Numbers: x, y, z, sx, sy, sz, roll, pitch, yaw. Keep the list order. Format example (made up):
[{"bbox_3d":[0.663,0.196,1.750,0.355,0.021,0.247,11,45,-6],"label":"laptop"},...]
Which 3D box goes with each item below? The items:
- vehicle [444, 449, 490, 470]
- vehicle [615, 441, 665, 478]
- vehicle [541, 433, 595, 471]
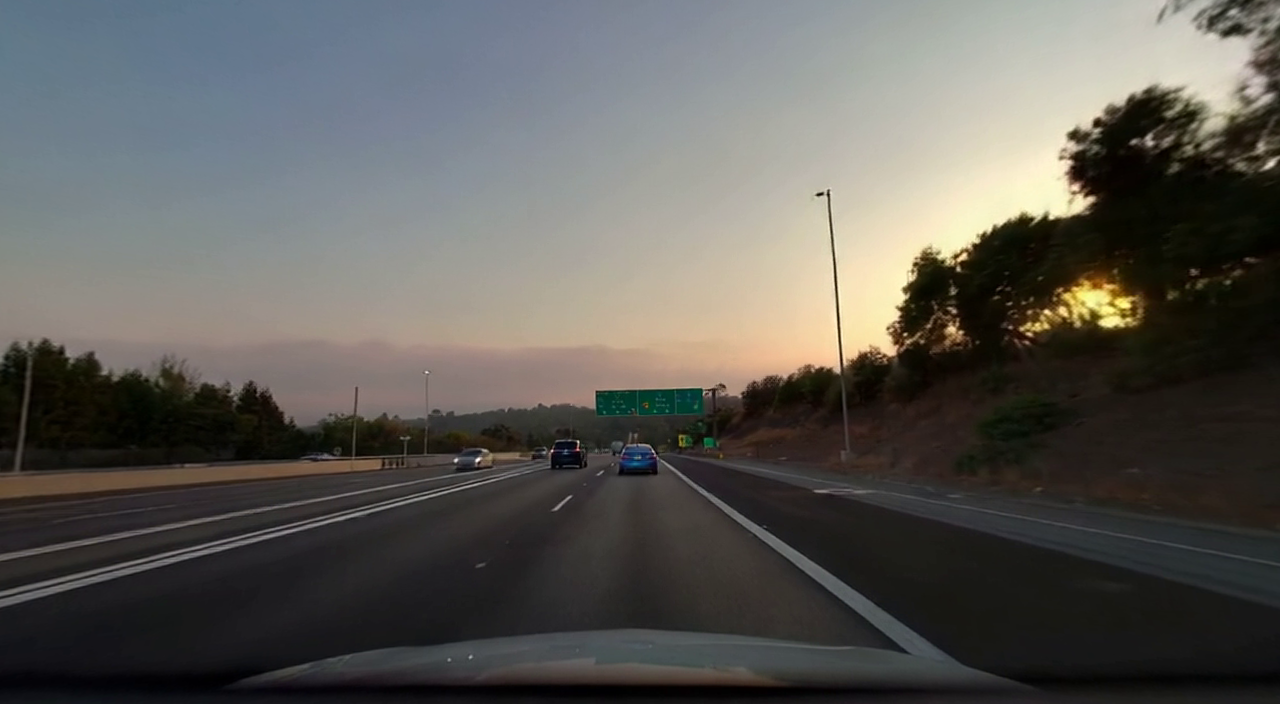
[{"bbox_3d":[-13.272,8.275,48.584,2.059,1.512,4.244,0,-9,3],"label":"vehicle"},{"bbox_3d":[0.019,4.828,28.569,2.086,1.548,4.325,0,-9,0],"label":"vehicle"},{"bbox_3d":[-3.757,5.387,33.946,2.264,1.901,4.647,0,-9,1],"label":"vehicle"}]
